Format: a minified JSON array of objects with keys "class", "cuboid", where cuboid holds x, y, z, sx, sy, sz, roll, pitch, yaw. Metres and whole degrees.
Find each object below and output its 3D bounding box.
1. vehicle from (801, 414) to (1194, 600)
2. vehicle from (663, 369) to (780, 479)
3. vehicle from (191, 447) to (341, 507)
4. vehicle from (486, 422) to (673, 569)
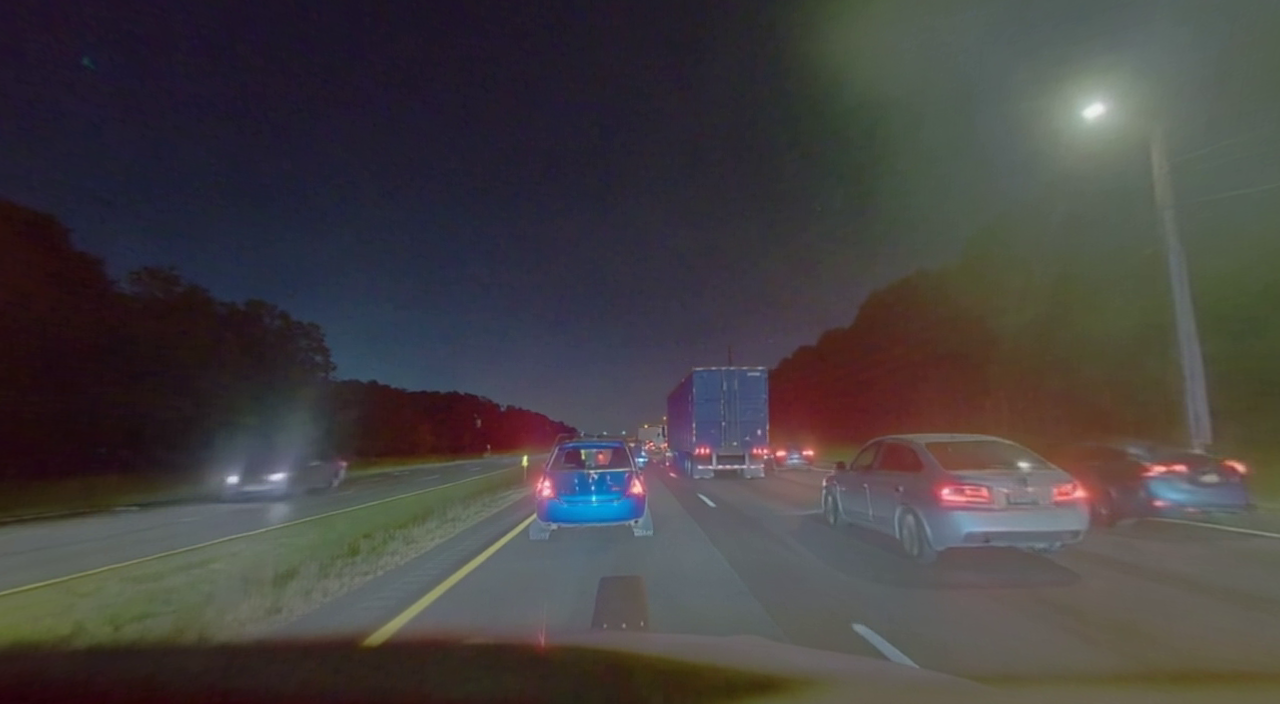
[{"class":"vehicle","cuboid":[3.576,1.627,7.622,1.960,1.515,4.713,0,-8,0]},{"class":"vehicle","cuboid":[3.501,3.989,33.139,3.591,4.290,16.696,0,-8,-1]},{"class":"vehicle","cuboid":[-11.450,3.799,19.697,2.029,1.617,4.260,0,-8,1]},{"class":"vehicle","cuboid":[-0.706,1.842,8.854,2.009,1.554,4.013,0,-8,-2]}]
